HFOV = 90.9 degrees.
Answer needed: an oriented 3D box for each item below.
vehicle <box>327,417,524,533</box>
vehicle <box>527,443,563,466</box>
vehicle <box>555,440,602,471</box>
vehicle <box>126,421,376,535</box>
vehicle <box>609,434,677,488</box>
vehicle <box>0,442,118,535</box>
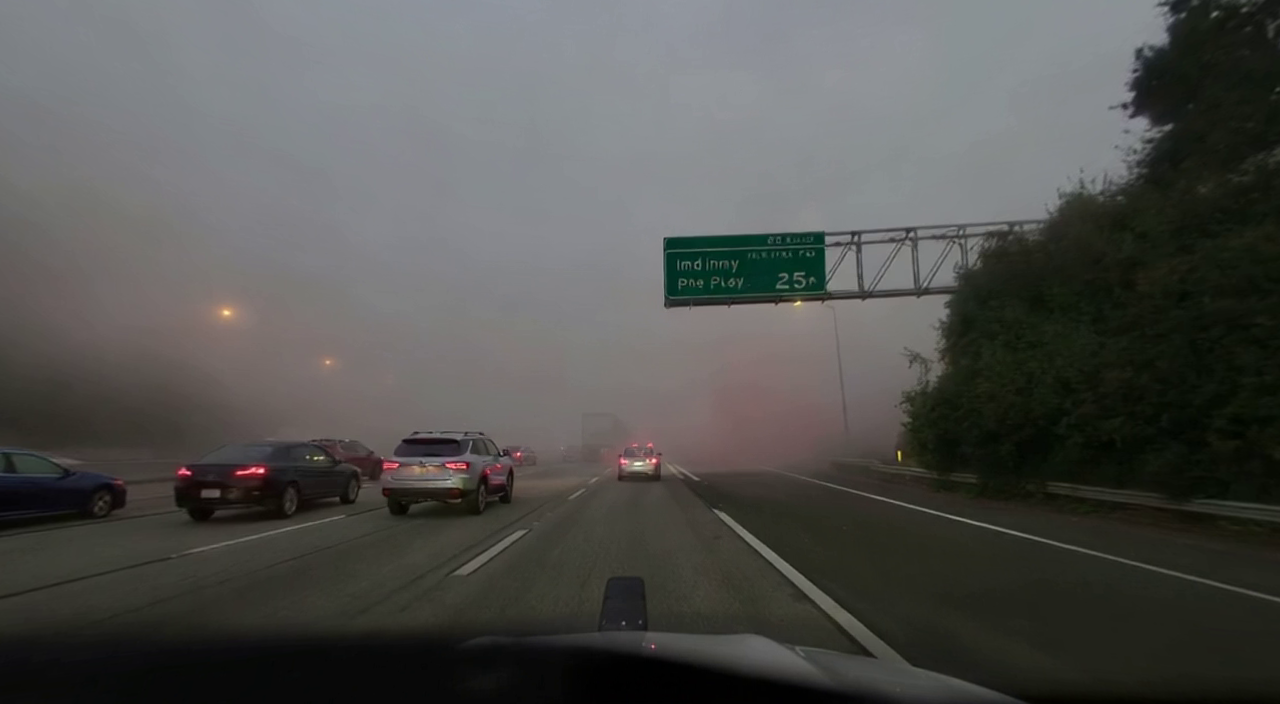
[{"bbox_3d":[-3.777,2.255,12.168,2.125,1.792,4.466,0,-8,1],"label":"vehicle"},{"bbox_3d":[-7.010,7.579,46.948,1.872,1.602,4.029,0,-8,2],"label":"vehicle"},{"bbox_3d":[-3.503,5.995,36.889,2.243,1.683,4.178,0,-8,1],"label":"vehicle"},{"bbox_3d":[-7.011,2.292,12.057,1.998,1.770,4.222,0,-8,1],"label":"vehicle"},{"bbox_3d":[0.148,3.790,22.301,2.180,1.716,3.920,0,-8,1],"label":"vehicle"},{"bbox_3d":[-11.059,2.141,9.858,1.911,1.457,4.423,0,-8,2],"label":"vehicle"}]
